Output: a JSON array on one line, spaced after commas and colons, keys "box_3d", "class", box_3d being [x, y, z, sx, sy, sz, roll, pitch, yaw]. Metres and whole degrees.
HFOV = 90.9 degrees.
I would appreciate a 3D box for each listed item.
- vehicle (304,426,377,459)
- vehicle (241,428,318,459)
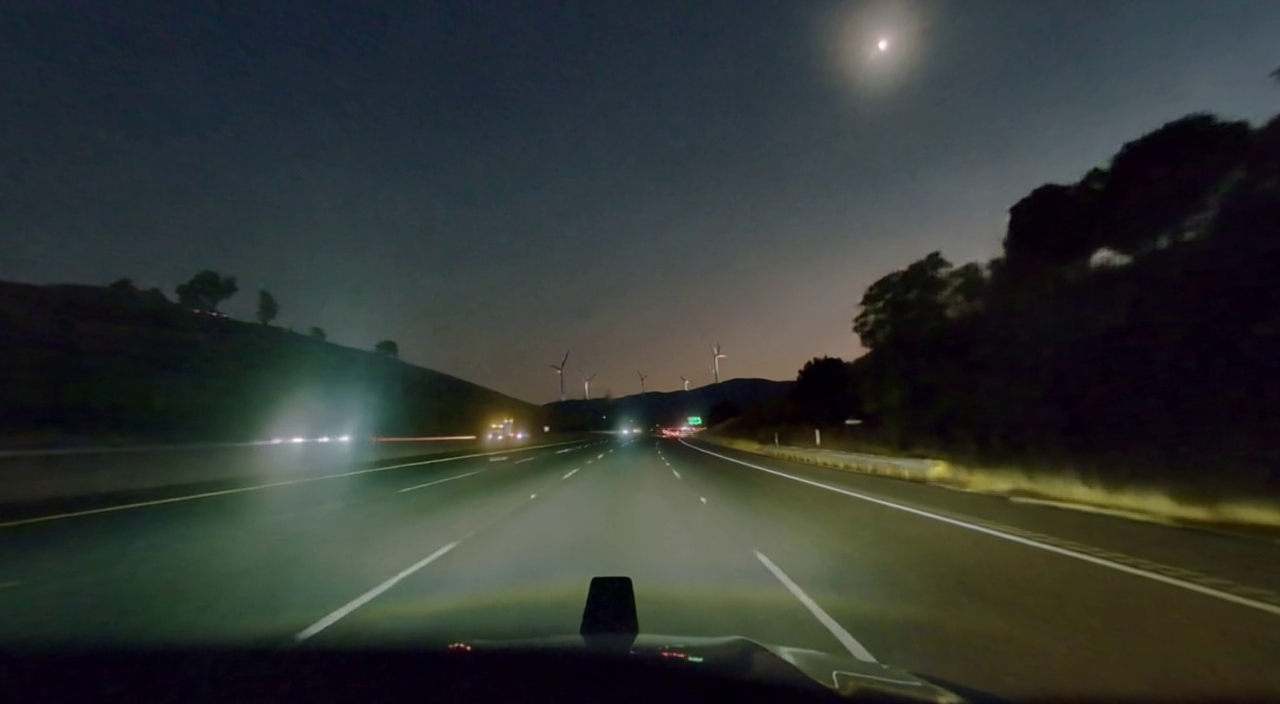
[{"box_3d": [-19.646, 5.951, 41.655, 2.086, 1.974, 5.436, 0, -8, 0], "class": "vehicle"}, {"box_3d": [-24.054, 6.115, 42.315, 2.073, 1.974, 5.139, 0, -8, 1], "class": "vehicle"}]
